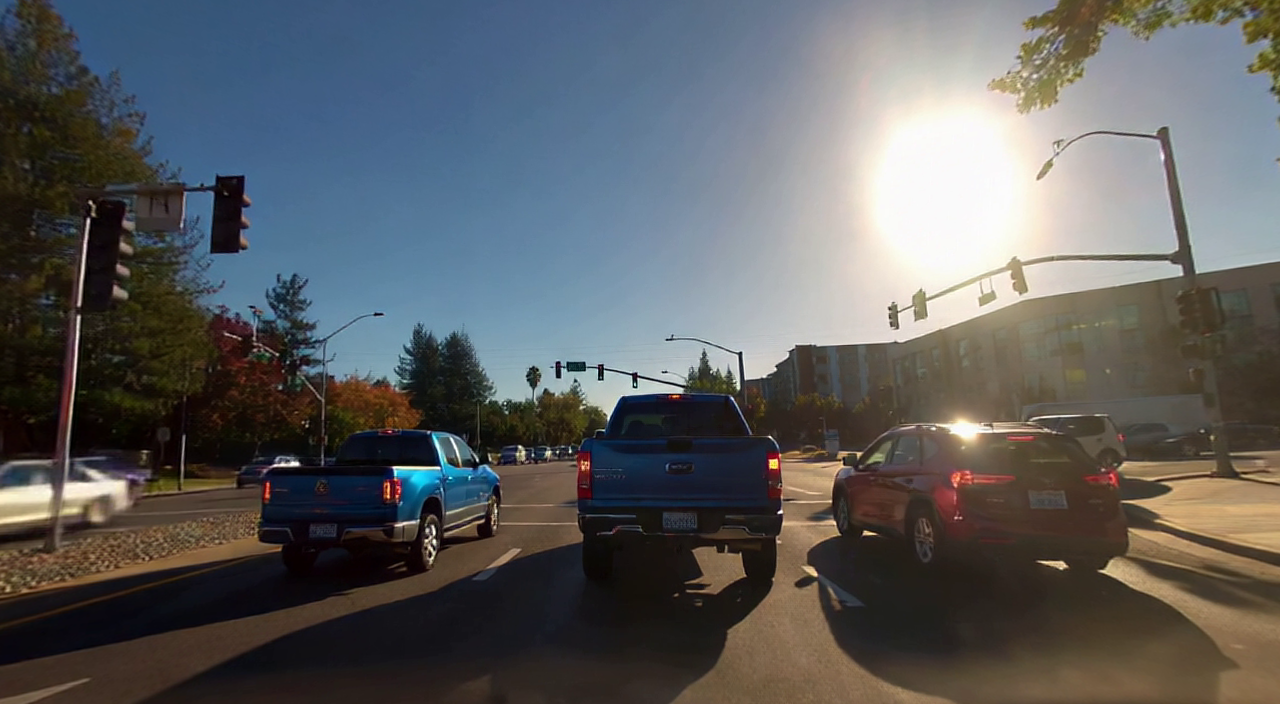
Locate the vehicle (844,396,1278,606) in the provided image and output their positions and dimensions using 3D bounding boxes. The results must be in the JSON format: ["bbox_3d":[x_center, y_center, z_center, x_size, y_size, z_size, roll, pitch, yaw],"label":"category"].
[{"bbox_3d":[4.045,1.499,7.187,1.984,1.659,4.226,0,-8,0],"label":"vehicle"}]

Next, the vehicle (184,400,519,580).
[{"bbox_3d":[-3.295,1.691,8.585,2.125,1.739,4.707,0,-8,3],"label":"vehicle"}]

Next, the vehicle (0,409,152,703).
[{"bbox_3d":[-3.391,0.709,0.654,1.998,1.481,4.656,0,-8,1],"label":"vehicle"}]

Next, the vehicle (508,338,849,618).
[{"bbox_3d":[0.324,1.272,7.150,2.505,2.084,4.768,0,-8,1],"label":"vehicle"}]
